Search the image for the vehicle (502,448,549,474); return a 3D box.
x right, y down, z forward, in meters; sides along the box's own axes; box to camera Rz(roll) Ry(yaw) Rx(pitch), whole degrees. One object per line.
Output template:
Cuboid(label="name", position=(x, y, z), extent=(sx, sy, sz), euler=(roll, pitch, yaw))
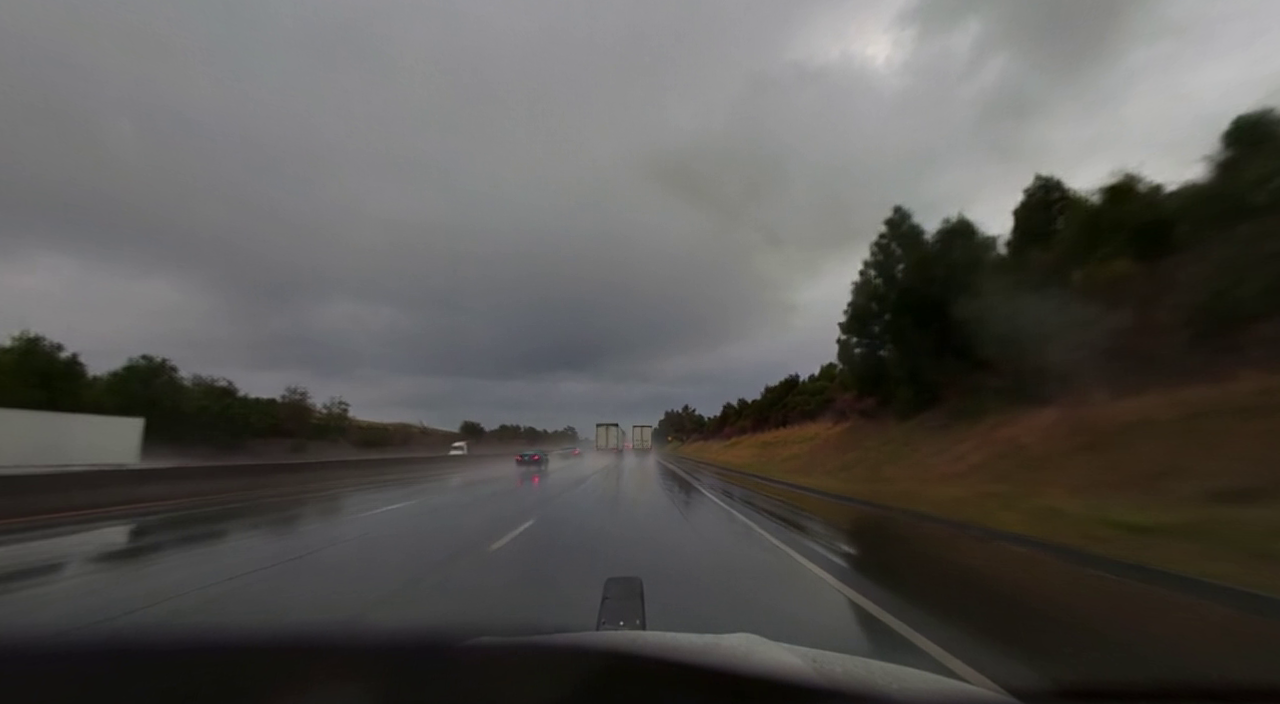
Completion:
Cuboid(label="vehicle", position=(-7.195, 6.903, 40.168), extent=(2.036, 1.474, 5.011), euler=(0, -9, 0))

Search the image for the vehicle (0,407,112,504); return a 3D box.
Cuboid(label="vehicle", position=(-23.426, 3.470, 21.130), extent=(2.724, 3.282, 10.043), euler=(0, -9, 0))
